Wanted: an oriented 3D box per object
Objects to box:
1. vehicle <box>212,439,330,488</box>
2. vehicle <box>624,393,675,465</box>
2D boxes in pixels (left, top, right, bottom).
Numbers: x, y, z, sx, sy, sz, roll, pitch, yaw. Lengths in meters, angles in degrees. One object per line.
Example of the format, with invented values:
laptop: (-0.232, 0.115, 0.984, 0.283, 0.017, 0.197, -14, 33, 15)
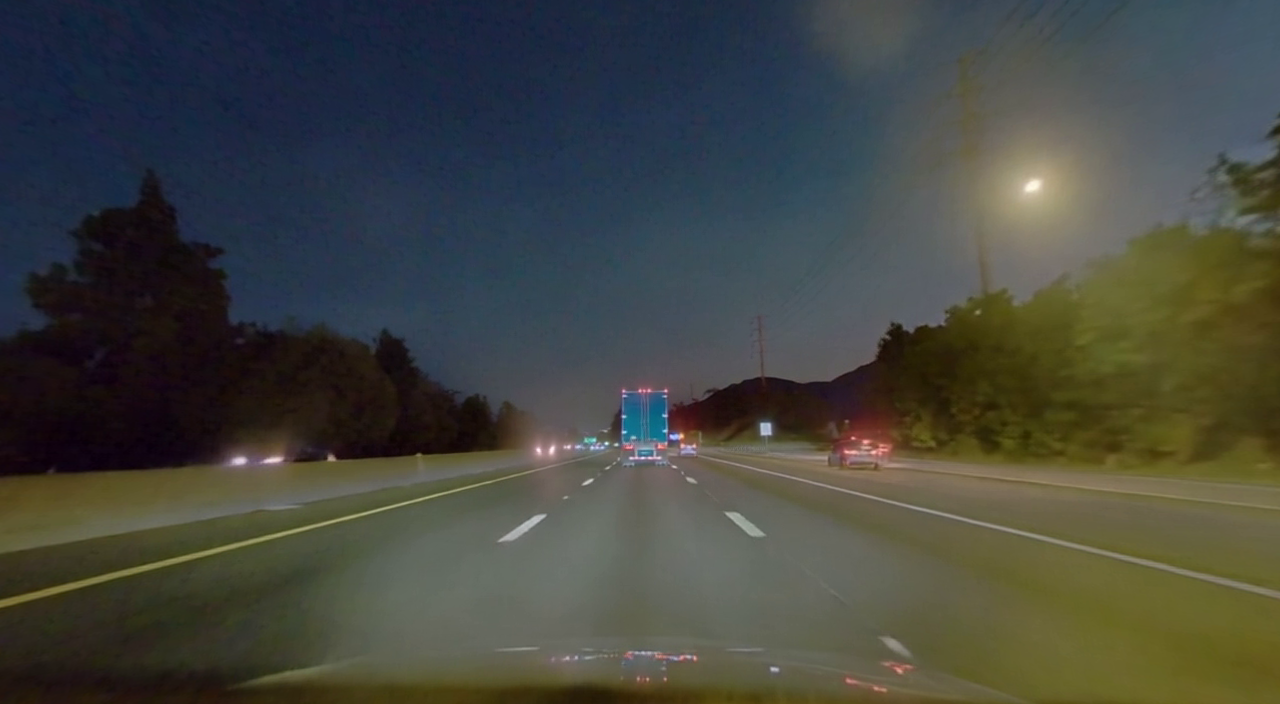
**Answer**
vehicle: (-16.466, 4.958, 28.510, 2.303, 1.977, 4.922, 0, -8, 0)
vehicle: (0.466, 5.272, 41.865, 2.919, 4.101, 11.541, 0, -8, -1)
